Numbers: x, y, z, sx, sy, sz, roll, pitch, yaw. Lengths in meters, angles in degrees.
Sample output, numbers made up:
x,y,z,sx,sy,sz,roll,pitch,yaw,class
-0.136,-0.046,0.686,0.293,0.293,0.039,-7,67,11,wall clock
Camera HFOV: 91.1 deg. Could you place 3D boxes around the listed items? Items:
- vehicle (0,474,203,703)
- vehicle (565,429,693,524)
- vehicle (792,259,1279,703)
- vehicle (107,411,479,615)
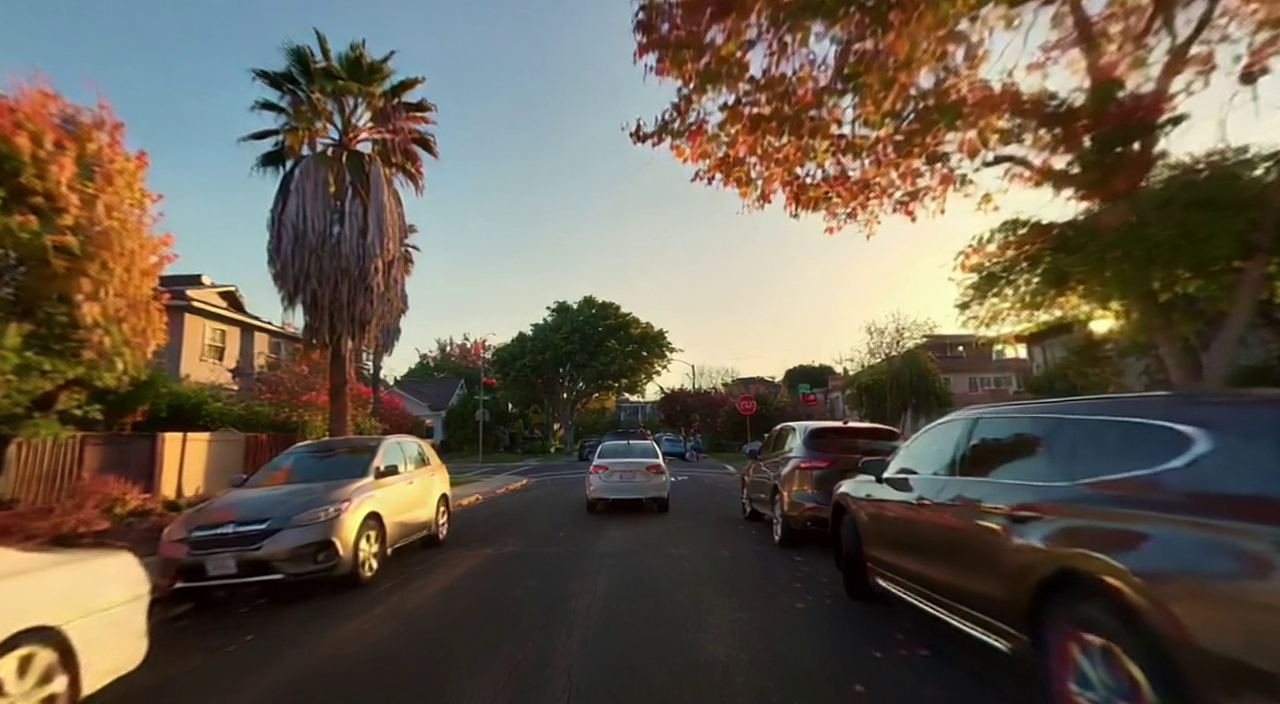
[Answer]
x,y,z,sx,sy,sz,roll,pitch,yaw,class
-3.377,1.082,1.649,1.728,1.305,3.805,0,-8,0,vehicle
-0.178,2.268,12.024,2.010,1.499,4.107,0,-8,0,vehicle
2.512,0.936,3.542,2.136,1.650,4.837,0,-8,1,vehicle
-3.386,1.617,7.279,1.965,1.657,4.104,0,-8,0,vehicle
